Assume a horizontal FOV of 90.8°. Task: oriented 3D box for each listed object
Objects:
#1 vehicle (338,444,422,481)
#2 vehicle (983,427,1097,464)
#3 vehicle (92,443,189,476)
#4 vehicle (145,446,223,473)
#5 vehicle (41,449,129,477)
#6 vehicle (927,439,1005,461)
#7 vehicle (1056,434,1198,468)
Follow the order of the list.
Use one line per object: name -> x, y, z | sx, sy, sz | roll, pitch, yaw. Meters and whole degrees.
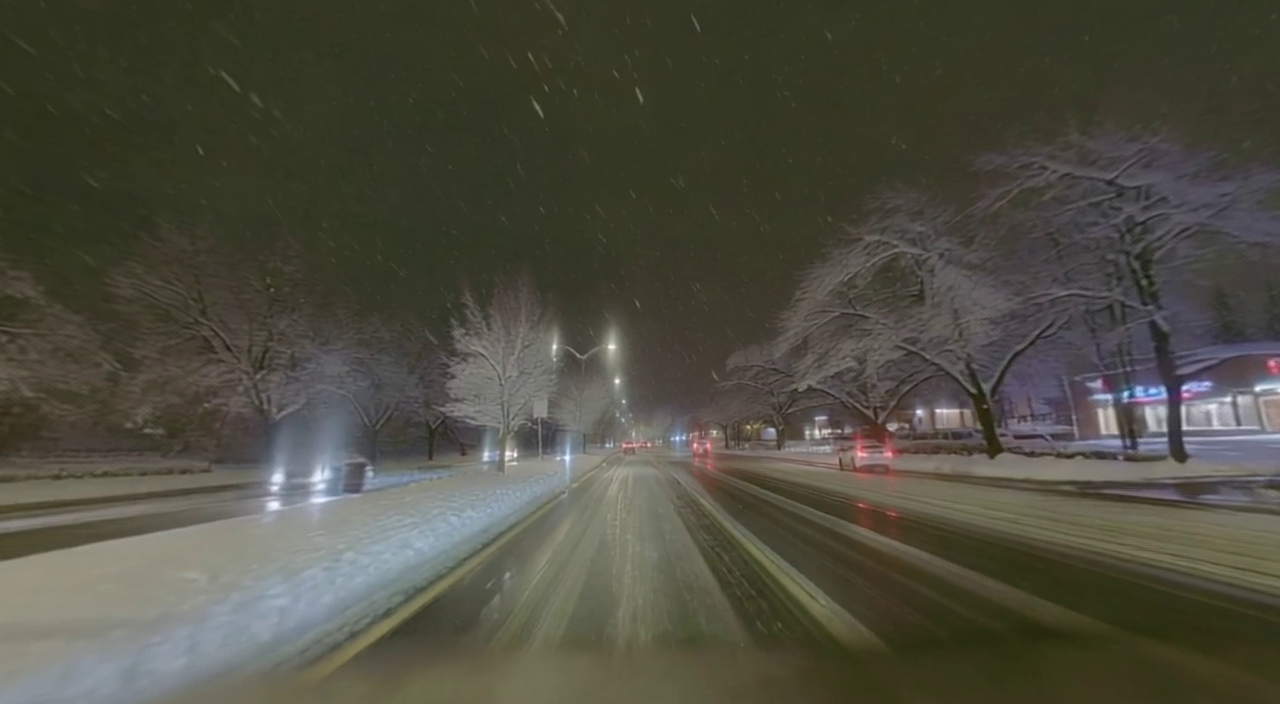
vehicle -> -11.763, 4.992, 28.940 | 1.937, 1.508, 4.650 | 0, -8, -1
vehicle -> 22.681, 5.311, 35.986 | 4.824, 1.976, 2.281 | -1, -8, 2
vehicle -> -30.271, 6.494, 38.514 | 2.037, 1.724, 4.785 | -3, -8, -1
vehicle -> -27.764, 6.545, 38.646 | 1.811, 1.482, 3.982 | 0, -8, -1
vehicle -> -33.182, 6.625, 37.937 | 1.864, 1.489, 3.832 | 0, -8, -3
vehicle -> 22.402, 6.743, 43.531 | 4.389, 1.429, 1.804 | 0, -8, -1
vehicle -> 22.363, 4.556, 29.159 | 4.724, 1.471, 2.203 | 0, -8, -2
